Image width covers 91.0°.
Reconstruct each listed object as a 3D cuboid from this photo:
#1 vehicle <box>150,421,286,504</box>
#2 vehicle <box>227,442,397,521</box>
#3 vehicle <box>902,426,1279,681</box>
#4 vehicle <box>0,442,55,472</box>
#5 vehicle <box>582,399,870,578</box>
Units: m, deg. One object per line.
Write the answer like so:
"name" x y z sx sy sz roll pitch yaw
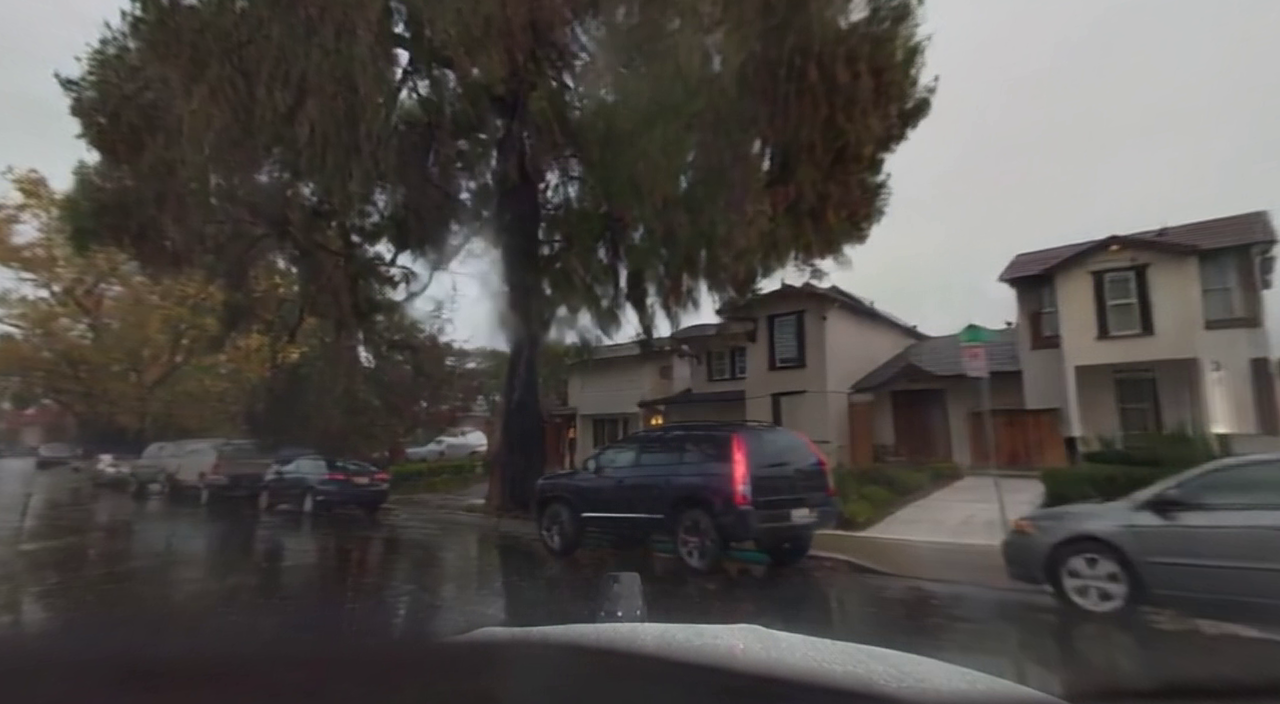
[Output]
"vehicle" -12.920 3.213 19.149 4.893 2.129 1.993 -4 -9 40
"vehicle" -7.861 2.933 14.917 4.476 1.442 1.828 -4 -9 39
"vehicle" 4.677 1.279 4.177 5.075 1.436 1.863 -4 -9 40
"vehicle" -47.685 8.100 48.923 4.962 2.038 2.191 -5 -10 38
"vehicle" 1.505 1.845 9.434 2.046 1.969 4.585 -7 -11 40
